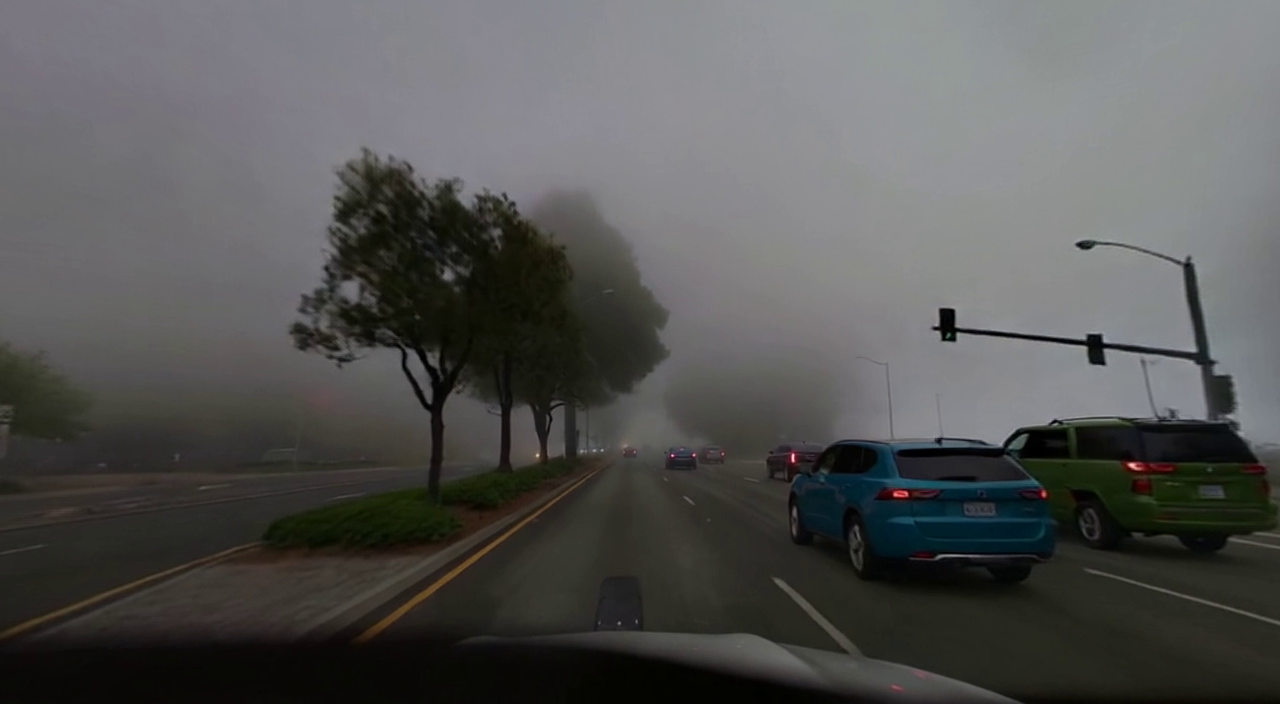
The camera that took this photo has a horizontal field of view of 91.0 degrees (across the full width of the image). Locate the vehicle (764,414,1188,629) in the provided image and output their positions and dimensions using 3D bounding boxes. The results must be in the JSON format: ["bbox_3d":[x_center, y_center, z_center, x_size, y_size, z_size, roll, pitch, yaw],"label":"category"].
[{"bbox_3d":[2.959,1.612,7.150,1.932,1.547,4.992,0,-9,-2],"label":"vehicle"}]

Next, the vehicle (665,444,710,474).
[{"bbox_3d":[2.514,5.794,34.285,1.980,1.484,4.093,0,-9,-2],"label":"vehicle"}]
